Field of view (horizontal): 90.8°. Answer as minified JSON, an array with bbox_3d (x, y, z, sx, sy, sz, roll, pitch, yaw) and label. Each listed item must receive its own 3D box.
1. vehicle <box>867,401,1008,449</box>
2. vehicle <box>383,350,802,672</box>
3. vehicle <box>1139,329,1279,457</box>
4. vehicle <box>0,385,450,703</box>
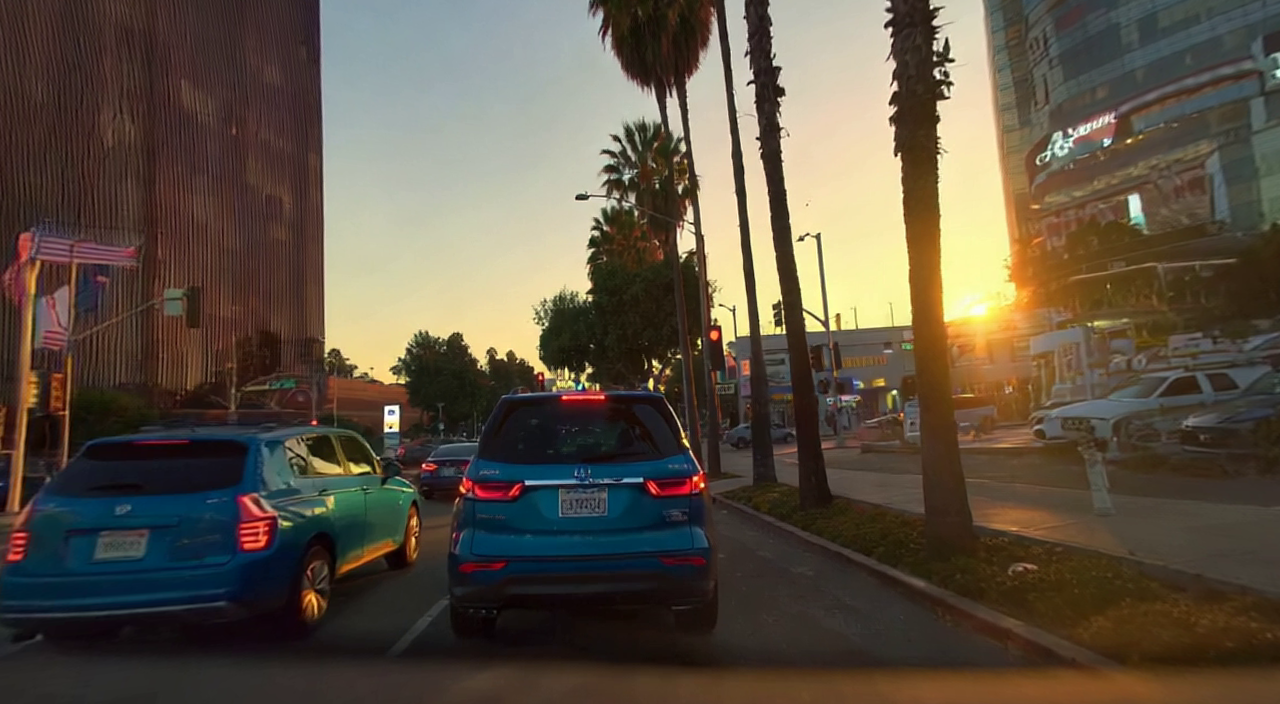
[{"bbox_3d":[12.964,3.248,27.772,5.033,1.999,2.259,0,-8,-4],"label":"vehicle"},{"bbox_3d":[-0.448,1.296,6.319,2.519,1.913,4.819,0,-8,-5],"label":"vehicle"},{"bbox_3d":[9.980,0.641,8.846,4.374,1.571,1.963,0,-8,-4],"label":"vehicle"},{"bbox_3d":[-3.434,1.383,5.783,2.097,1.692,5.030,0,-8,-4],"label":"vehicle"}]
